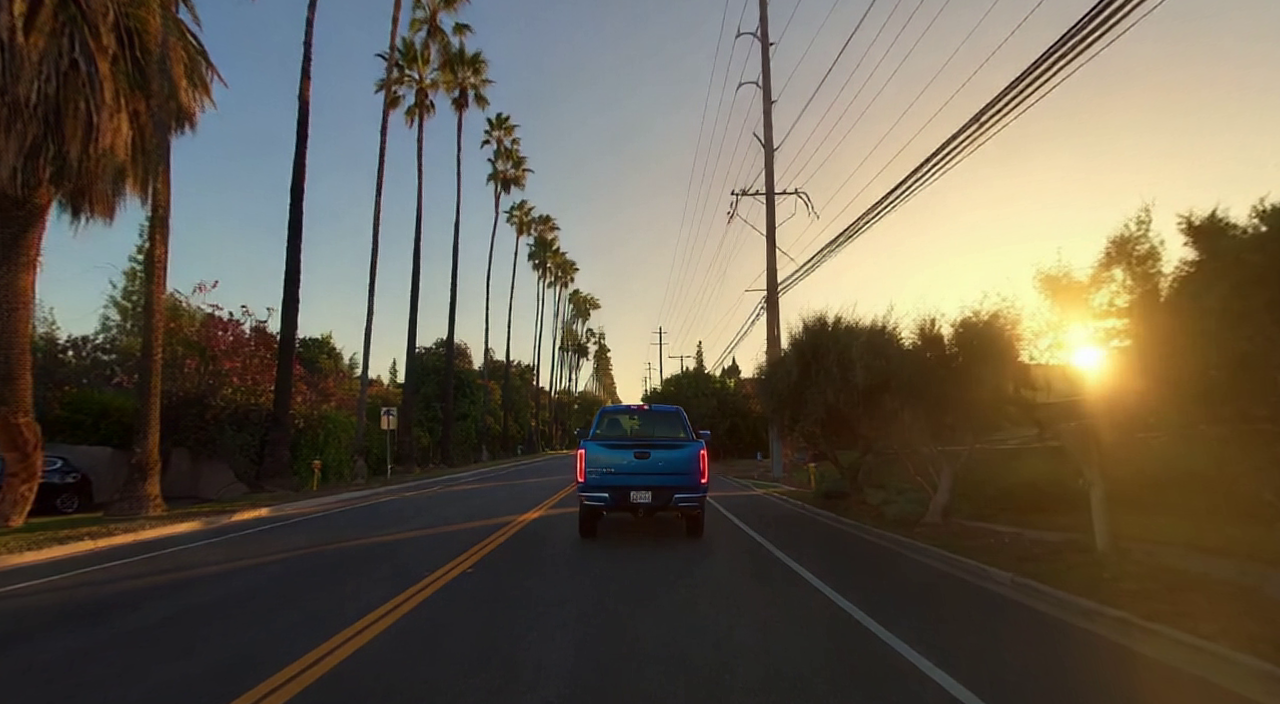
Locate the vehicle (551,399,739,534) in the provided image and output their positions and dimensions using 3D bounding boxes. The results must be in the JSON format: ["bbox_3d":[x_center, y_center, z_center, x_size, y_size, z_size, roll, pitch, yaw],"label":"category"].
[{"bbox_3d":[0.036,2.143,12.414,2.803,2.005,5.885,0,-8,-1],"label":"vehicle"}]
